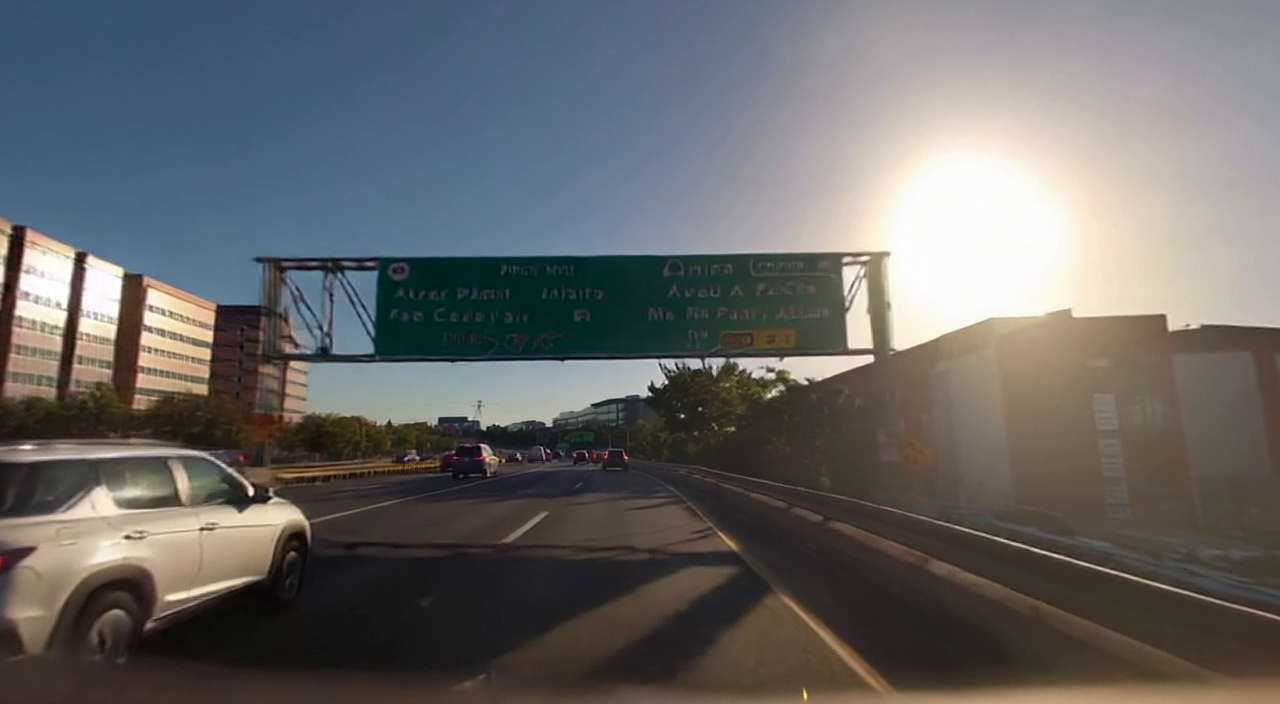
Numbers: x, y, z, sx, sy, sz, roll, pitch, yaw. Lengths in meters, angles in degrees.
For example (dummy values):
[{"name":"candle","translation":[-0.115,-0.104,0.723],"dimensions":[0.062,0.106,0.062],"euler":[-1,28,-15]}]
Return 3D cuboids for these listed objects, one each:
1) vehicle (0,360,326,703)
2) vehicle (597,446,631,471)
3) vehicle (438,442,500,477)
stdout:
[{"name":"vehicle","translation":[-3.656,0.948,2.861],"dimensions":[2.036,1.717,4.592],"euler":[-1,-8,1]},{"name":"vehicle","translation":[-1.745,7.120,42.337],"dimensions":[2.110,1.501,4.319],"euler":[0,-8,-2]},{"name":"vehicle","translation":[-8.736,5.518,32.594],"dimensions":[2.065,1.689,4.399],"euler":[0,-8,-1]}]
